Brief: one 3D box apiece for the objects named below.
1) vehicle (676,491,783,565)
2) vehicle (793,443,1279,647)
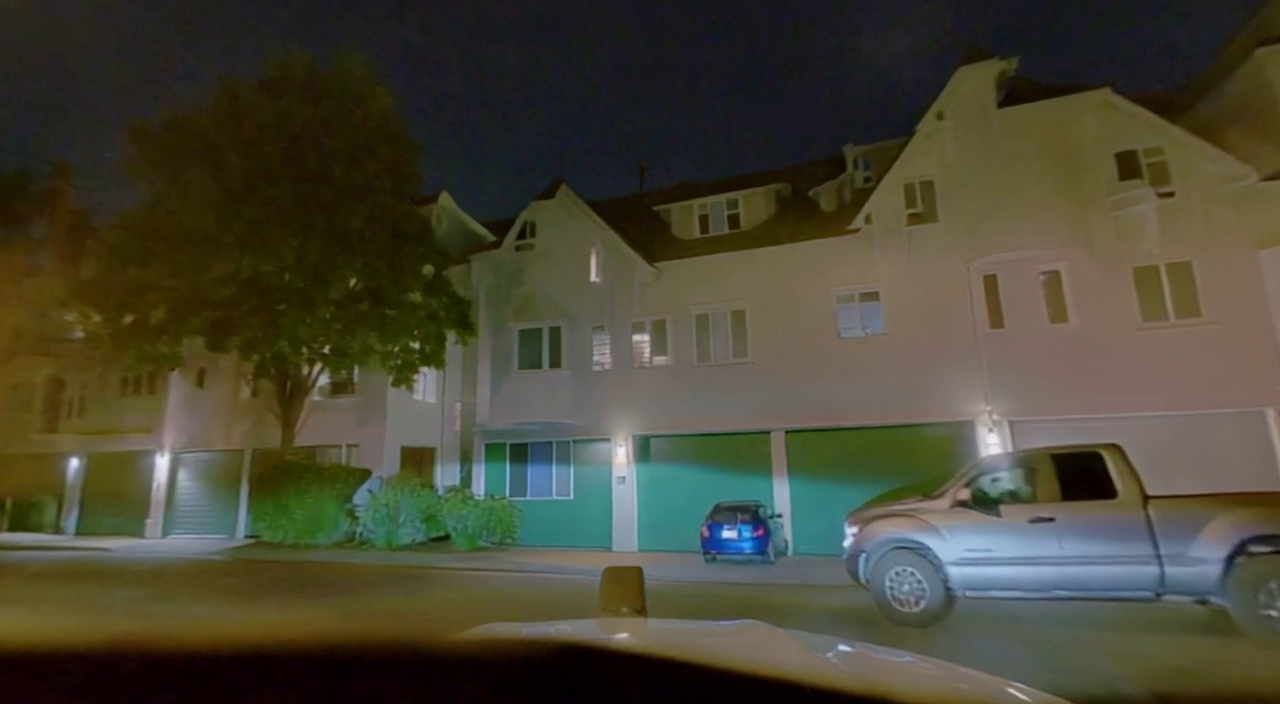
[{"bbox_3d":[2.522,4.632,16.940,1.869,1.460,3.826,-8,-11,21],"label":"vehicle"},{"bbox_3d":[4.844,2.057,7.400,5.600,1.835,2.161,-4,-11,20],"label":"vehicle"}]
